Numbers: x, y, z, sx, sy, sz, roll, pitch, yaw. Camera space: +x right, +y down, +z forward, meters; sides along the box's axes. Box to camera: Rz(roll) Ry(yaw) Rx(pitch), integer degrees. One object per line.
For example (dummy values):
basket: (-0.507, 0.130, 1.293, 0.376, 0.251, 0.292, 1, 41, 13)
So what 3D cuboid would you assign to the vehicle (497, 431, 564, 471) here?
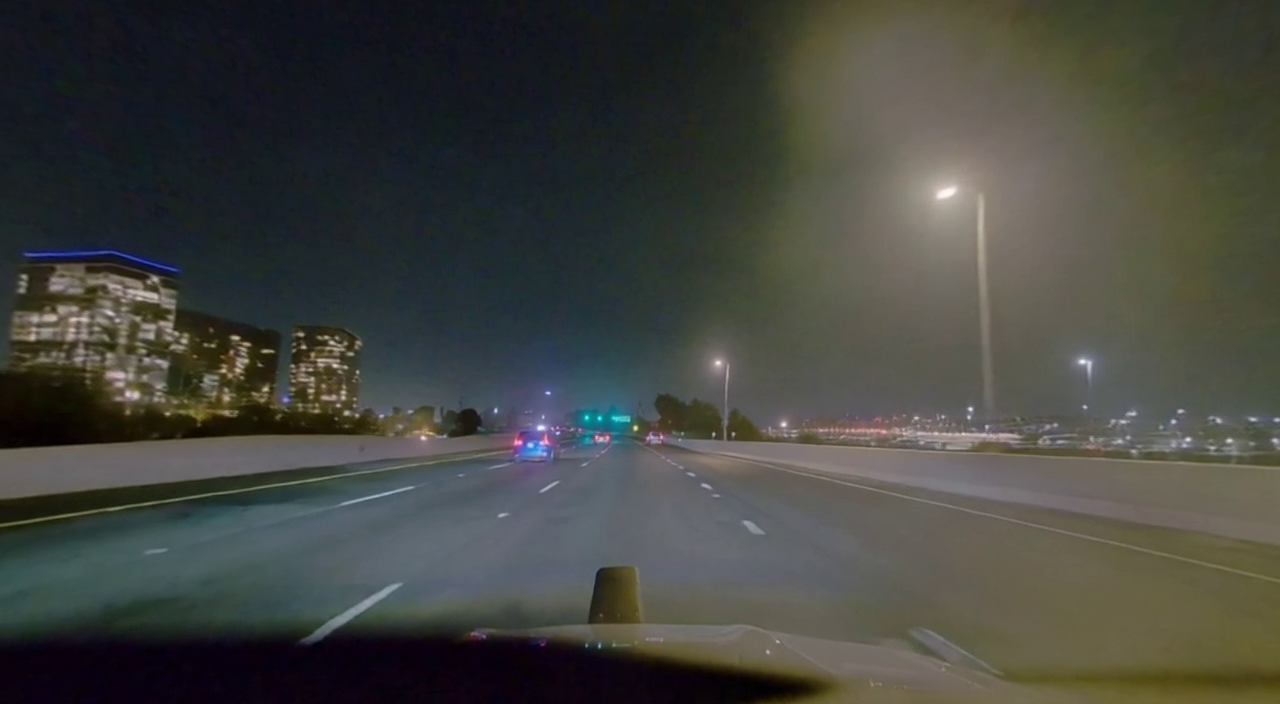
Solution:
vehicle: (-4.416, 4.063, 26.049, 1.996, 1.490, 4.571, 0, -8, 0)
